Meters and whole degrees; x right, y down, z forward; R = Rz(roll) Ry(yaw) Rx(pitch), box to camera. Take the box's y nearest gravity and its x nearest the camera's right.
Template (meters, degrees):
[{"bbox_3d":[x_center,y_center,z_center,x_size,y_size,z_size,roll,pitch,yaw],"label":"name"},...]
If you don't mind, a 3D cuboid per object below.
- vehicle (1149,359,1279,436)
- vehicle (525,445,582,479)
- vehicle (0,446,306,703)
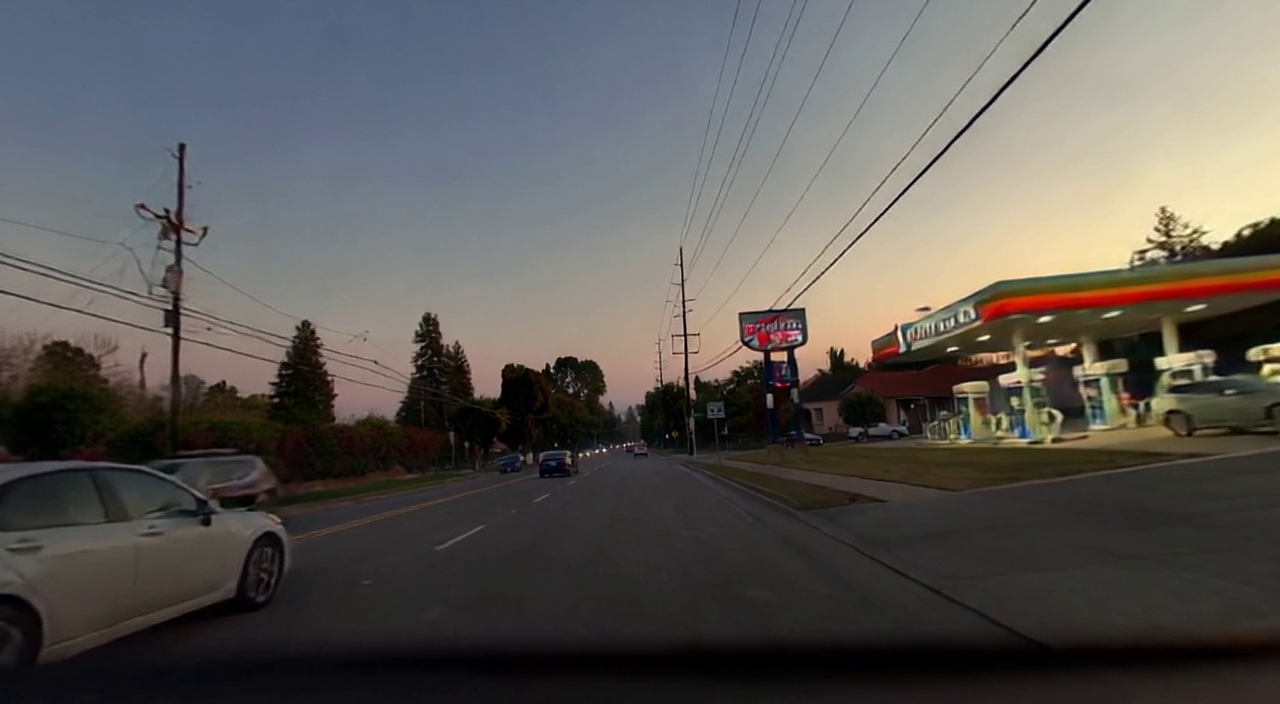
[{"bbox_3d":[14.272,1.099,14.347,1.835,1.549,4.178,0,-8,-2],"label":"vehicle"},{"bbox_3d":[-3.950,5.106,29.577,1.943,1.455,4.414,0,-8,1],"label":"vehicle"},{"bbox_3d":[-4.040,1.288,3.710,1.704,1.430,4.587,0,-8,-1],"label":"vehicle"}]
